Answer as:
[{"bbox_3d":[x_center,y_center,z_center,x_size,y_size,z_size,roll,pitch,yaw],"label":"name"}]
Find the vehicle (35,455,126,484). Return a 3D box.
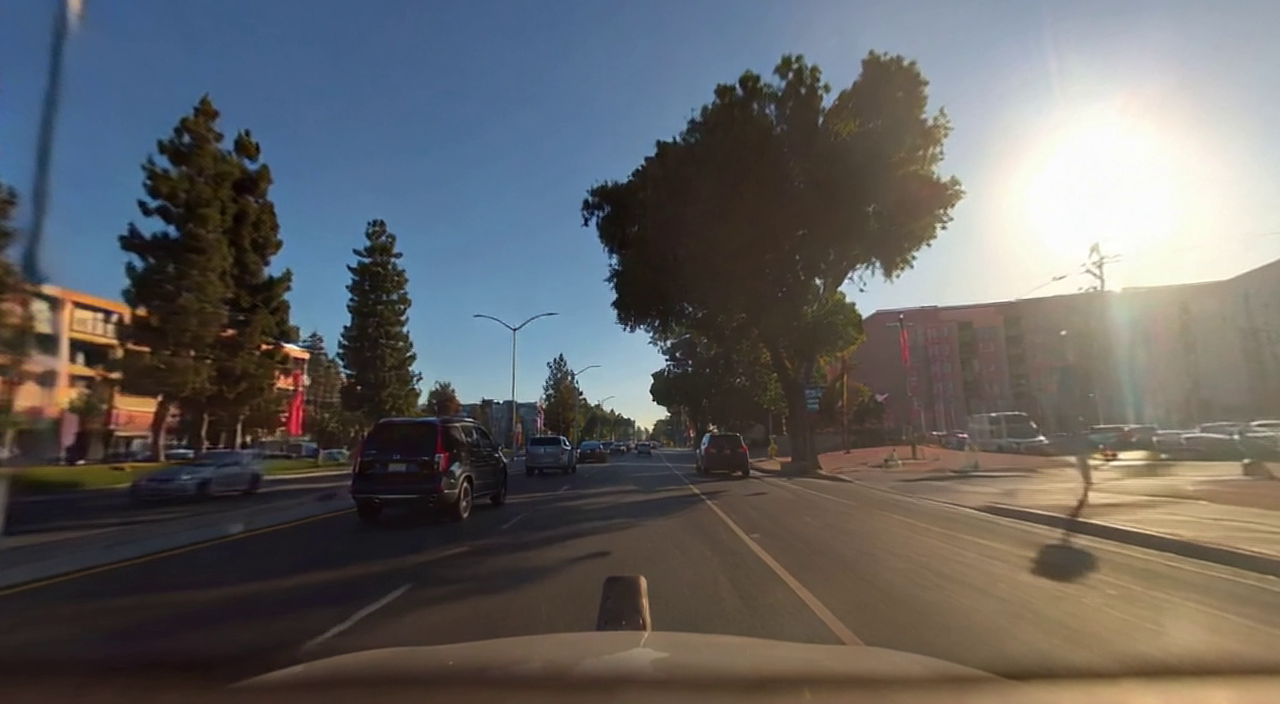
[{"bbox_3d":[-31.042,6.478,34.901,3.607,1.428,1.639,7,-11,-41],"label":"vehicle"}]

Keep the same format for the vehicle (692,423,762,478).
[{"bbox_3d":[3.257,3.799,24.448,2.024,1.921,4.431,0,-8,-1],"label":"vehicle"}]

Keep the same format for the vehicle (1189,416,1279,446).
[{"bbox_3d":[33.595,4.497,35.379,1.776,1.565,3.870,0,-9,1],"label":"vehicle"}]

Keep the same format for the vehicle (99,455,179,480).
[{"bbox_3d":[-30.929,7.117,38.873,3.686,1.382,1.629,6,-10,-36],"label":"vehicle"}]

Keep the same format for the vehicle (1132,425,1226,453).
[{"bbox_3d":[30.848,5.022,36.100,1.735,1.478,4.040,0,-8,-2],"label":"vehicle"}]

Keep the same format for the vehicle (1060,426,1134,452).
[{"bbox_3d":[30.364,5.810,41.838,1.830,1.651,3.967,0,-8,-1],"label":"vehicle"}]

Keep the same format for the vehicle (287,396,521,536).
[{"bbox_3d":[-3.735,1.922,11.183,2.210,1.925,4.838,0,-8,1],"label":"vehicle"}]

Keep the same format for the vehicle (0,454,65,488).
[{"bbox_3d":[-31.361,5.940,31.403,3.631,1.578,1.612,6,-10,-38],"label":"vehicle"}]

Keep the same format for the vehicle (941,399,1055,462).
[{"bbox_3d":[21.999,4.951,39.146,2.758,3.509,7.034,0,-8,-1],"label":"vehicle"}]

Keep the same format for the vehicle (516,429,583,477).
[{"bbox_3d":[-3.606,4.090,25.786,2.014,1.775,4.404,0,-8,1],"label":"vehicle"}]

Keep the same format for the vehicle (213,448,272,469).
[{"bbox_3d":[-29.856,8.015,47.283,3.617,1.442,1.608,4,-9,-29],"label":"vehicle"}]
